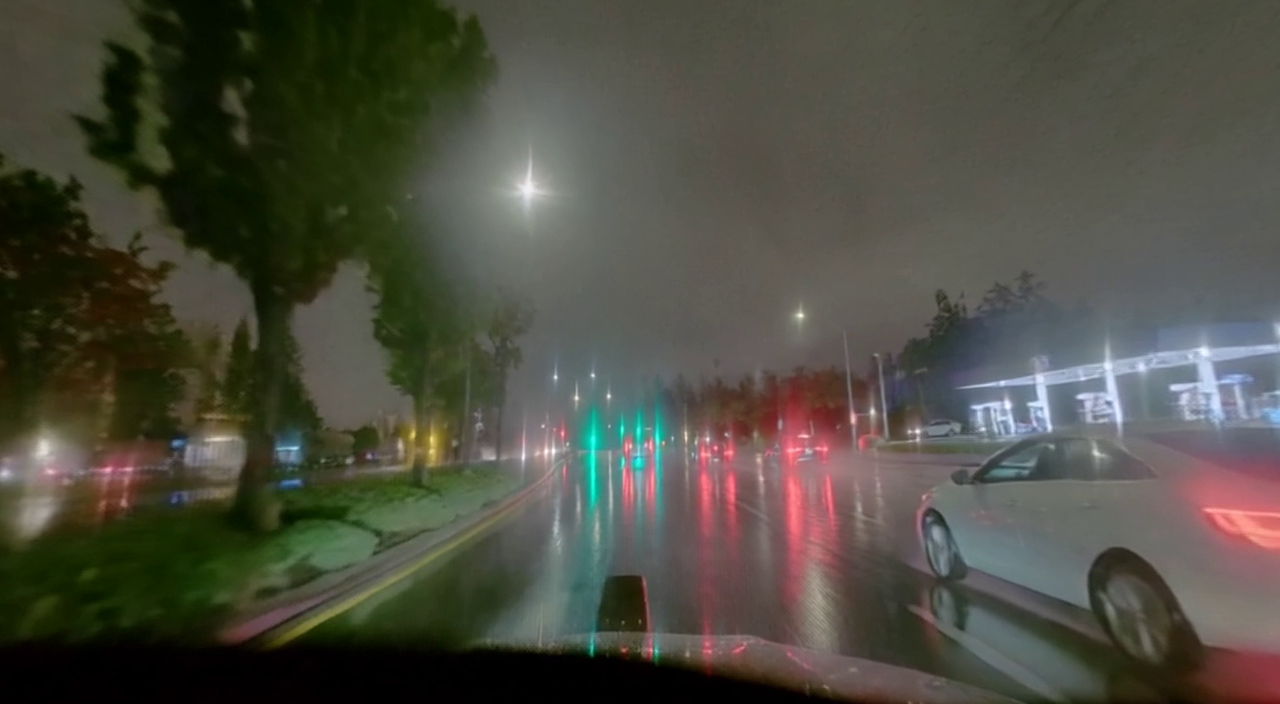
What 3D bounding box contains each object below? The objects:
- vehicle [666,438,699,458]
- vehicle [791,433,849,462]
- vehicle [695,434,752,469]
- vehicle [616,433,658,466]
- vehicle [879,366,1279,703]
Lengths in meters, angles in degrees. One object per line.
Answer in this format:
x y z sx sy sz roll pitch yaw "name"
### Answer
3.218 7.344 48.133 2.114 1.473 4.495 0 -8 -1 "vehicle"
10.018 5.353 35.244 1.906 1.488 4.251 0 -8 -1 "vehicle"
3.870 4.677 29.709 1.980 1.515 4.362 0 -8 -2 "vehicle"
-0.193 5.381 34.853 2.172 1.694 4.055 0 -8 -1 "vehicle"
3.611 1.064 4.227 2.119 1.509 4.756 -1 -8 0 "vehicle"
